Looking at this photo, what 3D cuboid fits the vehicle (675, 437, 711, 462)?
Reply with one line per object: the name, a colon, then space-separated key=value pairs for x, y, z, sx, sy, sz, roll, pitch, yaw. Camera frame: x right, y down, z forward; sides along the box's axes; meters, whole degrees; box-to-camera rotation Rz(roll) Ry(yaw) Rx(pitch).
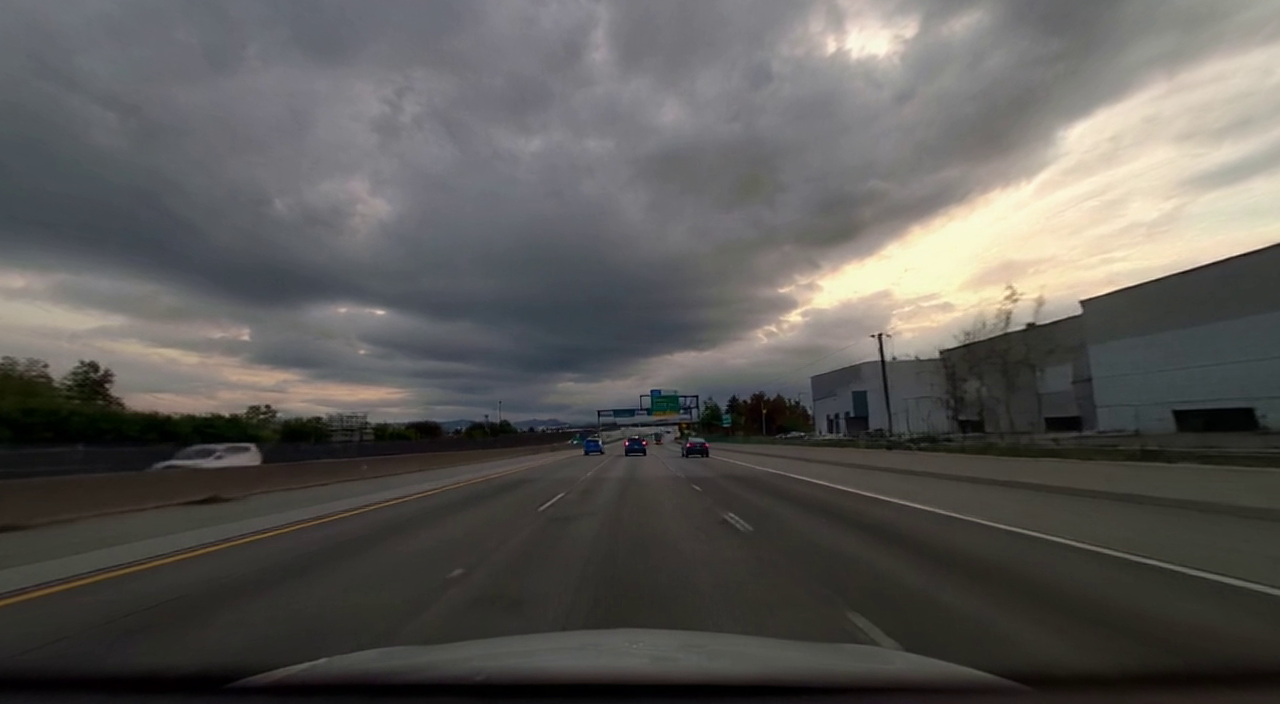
vehicle: x=3.467 y=6.393 z=41.440 sx=1.992 sy=1.532 sz=3.996 roll=0 pitch=-8 yaw=0
